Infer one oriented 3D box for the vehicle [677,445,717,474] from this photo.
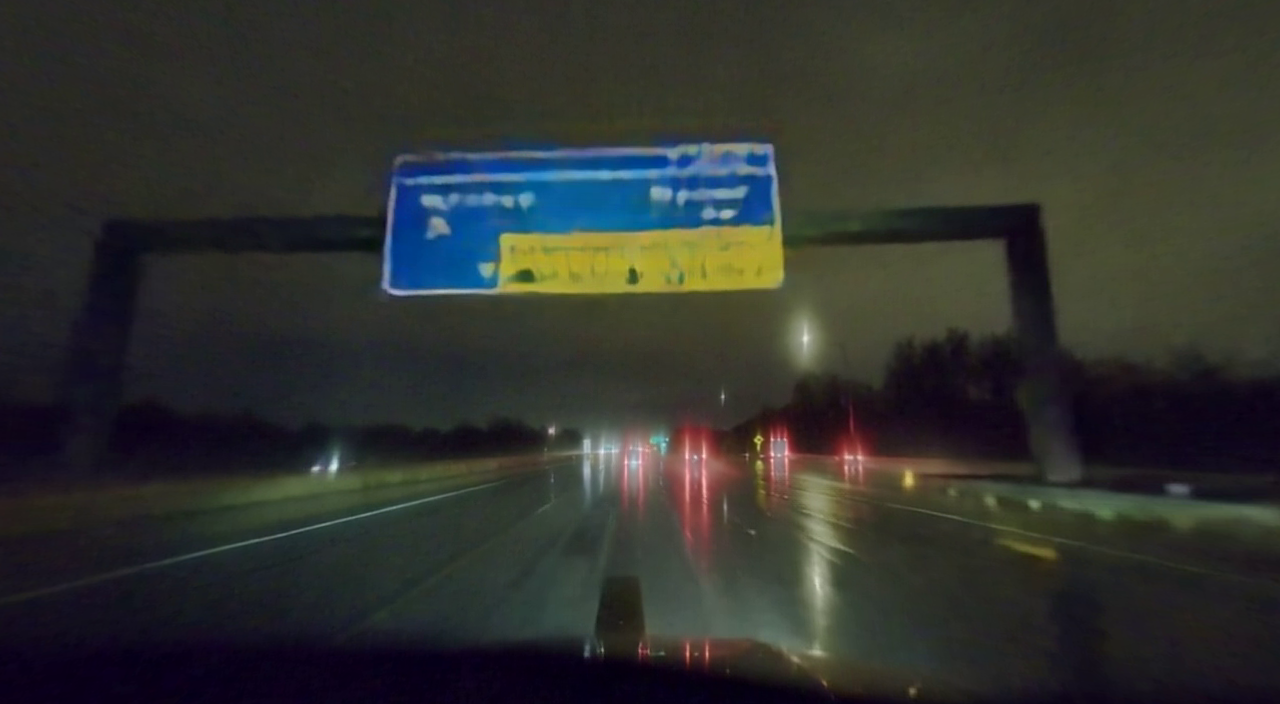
[{"bbox_3d":[3.617,6.935,41.073,2.133,1.746,4.511,0,-9,-1],"label":"vehicle"}]
